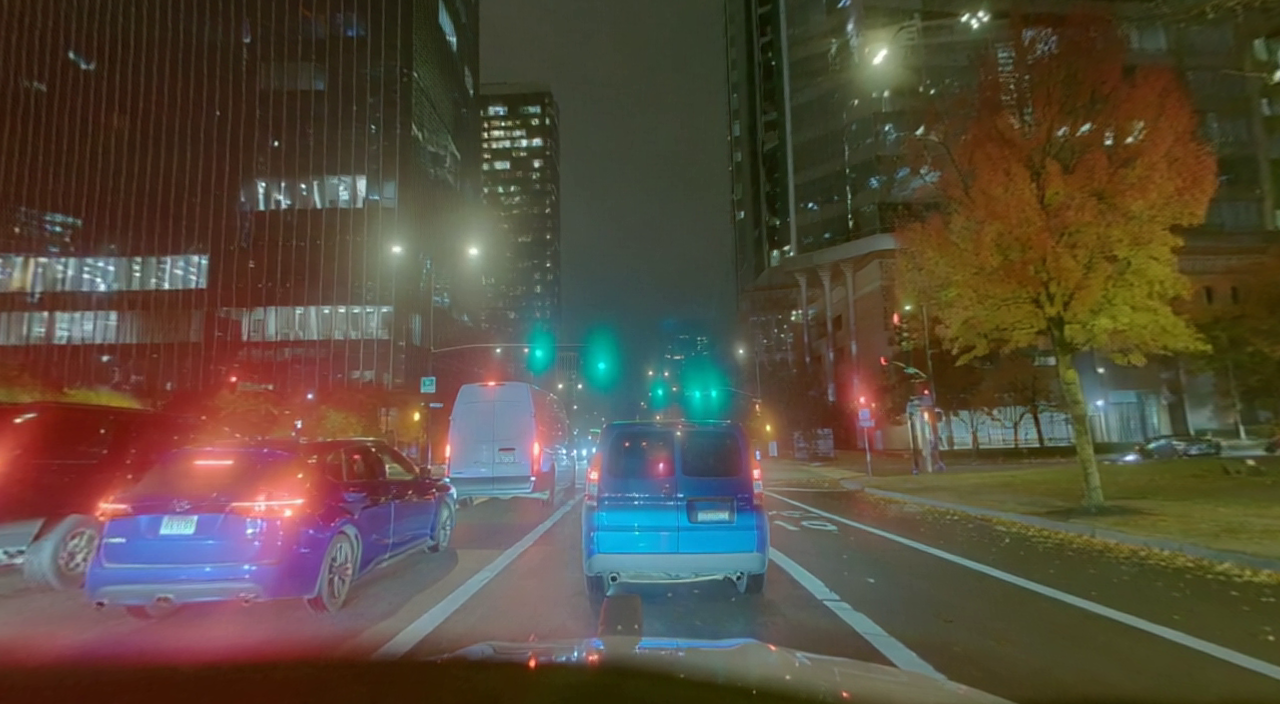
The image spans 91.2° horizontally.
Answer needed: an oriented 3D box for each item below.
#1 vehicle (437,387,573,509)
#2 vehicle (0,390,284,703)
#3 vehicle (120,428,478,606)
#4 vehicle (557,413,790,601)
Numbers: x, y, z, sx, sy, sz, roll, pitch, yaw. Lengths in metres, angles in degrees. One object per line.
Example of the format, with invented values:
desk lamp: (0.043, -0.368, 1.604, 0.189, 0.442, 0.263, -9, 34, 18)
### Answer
vehicle: (-3.255, 2.538, 16.598, 2.343, 2.635, 5.684, 0, -9, 0)
vehicle: (-2.901, 0.812, 1.510, 1.893, 1.491, 3.798, 0, -9, -1)
vehicle: (-3.486, 1.754, 7.568, 1.955, 1.499, 4.223, 0, -9, 0)
vehicle: (0.198, 1.597, 7.214, 1.979, 1.562, 3.630, 0, -9, -3)
